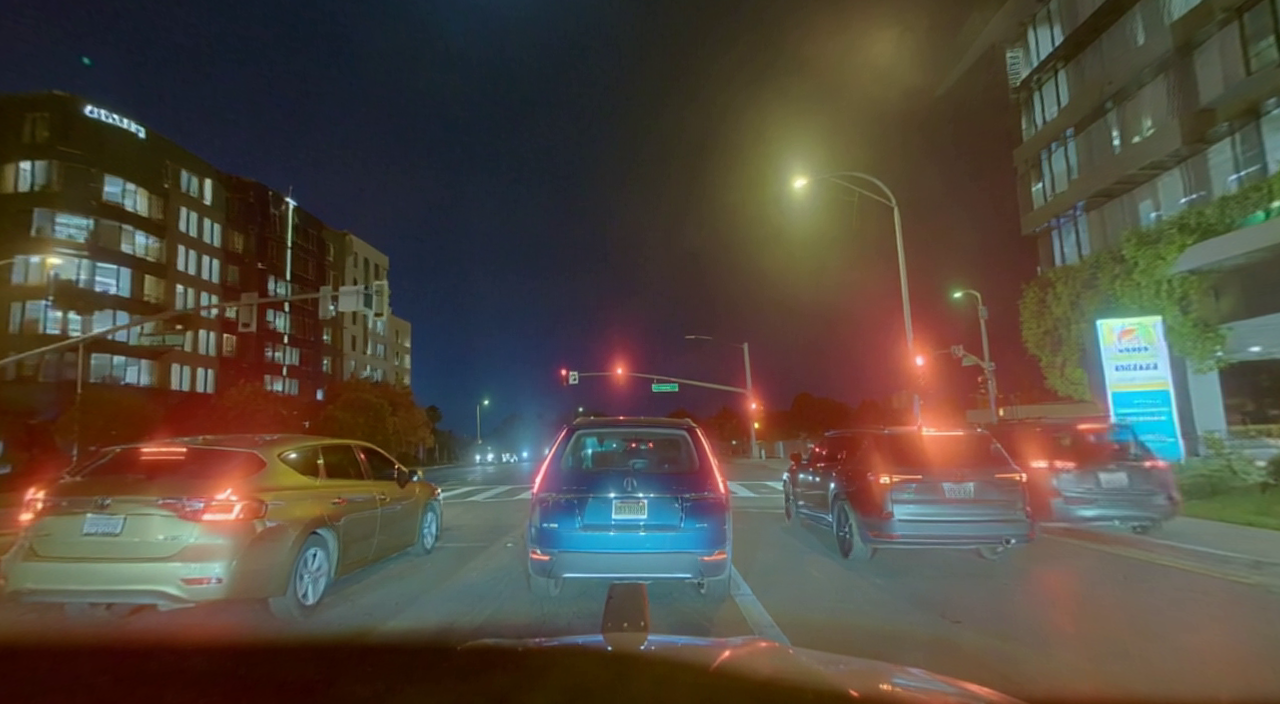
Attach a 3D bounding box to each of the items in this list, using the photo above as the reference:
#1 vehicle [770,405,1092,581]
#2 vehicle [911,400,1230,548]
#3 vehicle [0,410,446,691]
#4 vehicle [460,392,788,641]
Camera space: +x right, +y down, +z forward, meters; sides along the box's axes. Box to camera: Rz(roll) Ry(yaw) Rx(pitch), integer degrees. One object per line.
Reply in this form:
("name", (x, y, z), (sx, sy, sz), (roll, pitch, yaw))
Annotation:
("vehicle", (3.206, 1.660, 8.255), (2.004, 1.646, 4.554), (0, -8, 0))
("vehicle", (6.320, 1.851, 10.215), (2.081, 1.790, 4.839), (-1, -9, 5))
("vehicle", (-3.546, 1.425, 5.820), (1.906, 1.524, 4.547), (0, -8, 2))
("vehicle", (-0.125, 1.422, 6.448), (2.195, 1.662, 4.262), (0, -8, 0))
